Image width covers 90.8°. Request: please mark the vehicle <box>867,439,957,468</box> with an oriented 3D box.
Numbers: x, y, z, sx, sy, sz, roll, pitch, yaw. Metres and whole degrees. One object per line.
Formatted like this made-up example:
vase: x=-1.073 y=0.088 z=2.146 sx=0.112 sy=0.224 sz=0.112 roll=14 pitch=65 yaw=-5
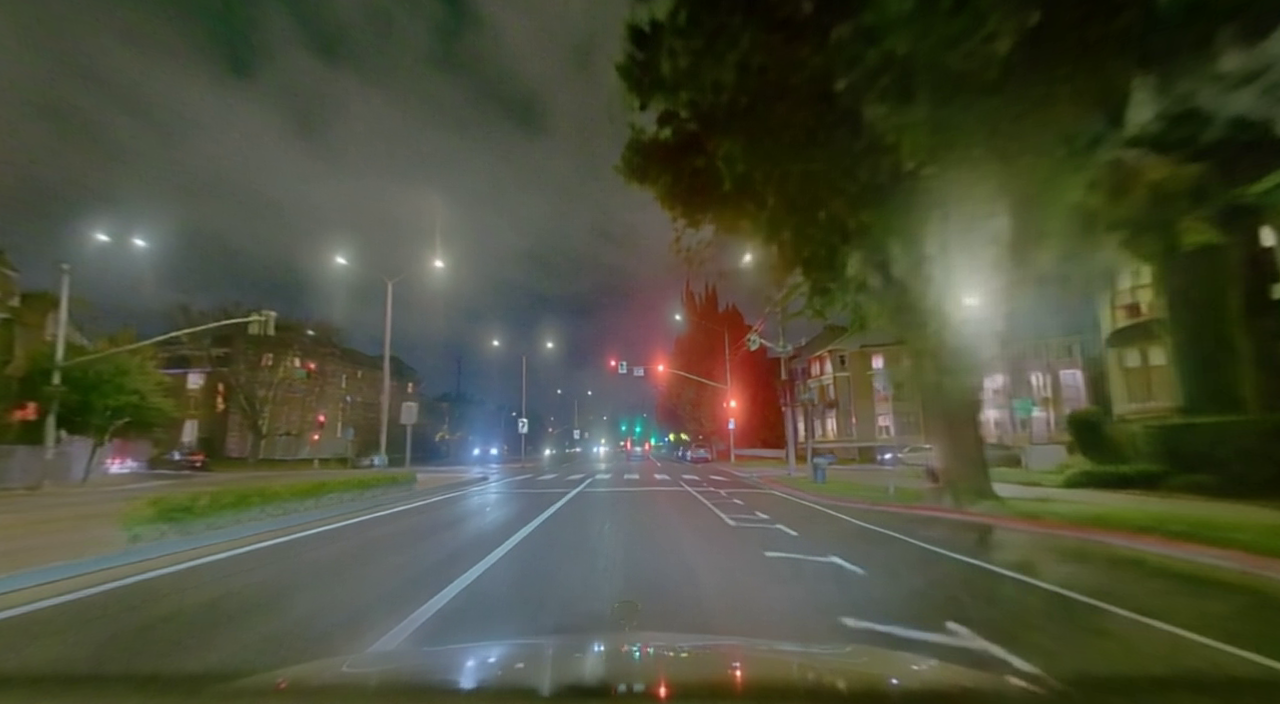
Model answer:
vehicle: x=16.822 y=6.301 z=39.208 sx=4.561 sy=1.723 sz=2.030 roll=1 pitch=-9 yaw=-5
